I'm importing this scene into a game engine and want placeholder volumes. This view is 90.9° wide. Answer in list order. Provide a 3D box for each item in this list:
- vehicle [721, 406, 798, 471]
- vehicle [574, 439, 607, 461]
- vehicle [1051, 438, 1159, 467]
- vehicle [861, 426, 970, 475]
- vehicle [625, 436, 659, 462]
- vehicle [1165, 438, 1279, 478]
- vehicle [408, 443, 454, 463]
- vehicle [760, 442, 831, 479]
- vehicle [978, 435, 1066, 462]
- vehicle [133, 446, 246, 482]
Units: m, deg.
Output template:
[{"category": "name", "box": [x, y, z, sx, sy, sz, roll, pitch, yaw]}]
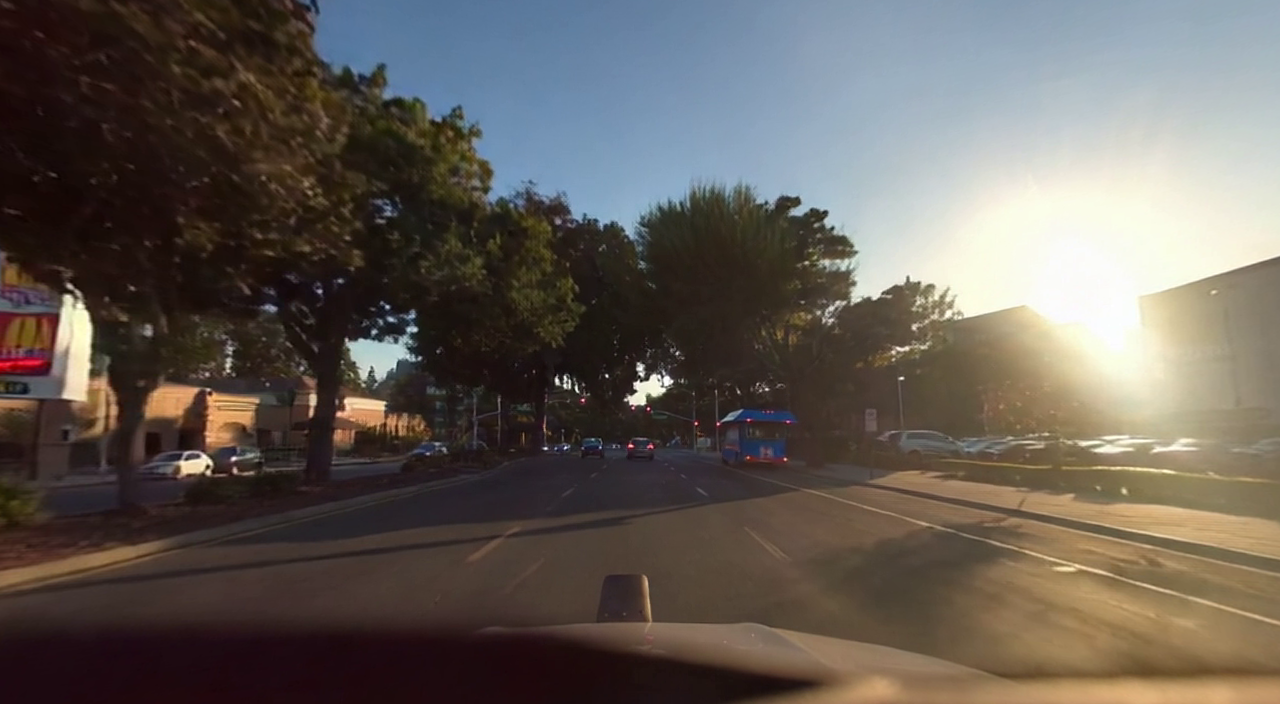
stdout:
[{"category": "vehicle", "box": [6.759, 5.123, 37.005, 2.891, 3.361, 7.843, 0, -9, 0]}, {"category": "vehicle", "box": [-3.540, 7.120, 45.941, 2.008, 1.500, 4.369, -1, -9, 1]}, {"category": "vehicle", "box": [26.026, 5.654, 35.501, 4.545, 1.571, 1.769, -5, -10, 25]}, {"category": "vehicle", "box": [13.694, 4.870, 31.222, 5.354, 2.214, 2.504, 6, -11, -37]}, {"category": "vehicle", "box": [0.165, 6.717, 43.593, 2.209, 1.718, 4.008, -1, -9, 1]}, {"category": "vehicle", "box": [23.947, 4.156, 24.832, 4.744, 1.481, 1.855, -6, -10, 34]}, {"category": "vehicle", "box": [-15.592, 7.557, 47.271, 1.836, 1.464, 4.440, -1, -9, 2]}, {"category": "vehicle", "box": [6.697, 4.724, 27.700, 1.980, 1.473, 4.537, 0, -9, 0]}, {"category": "vehicle", "box": [29.410, 7.491, 48.752, 5.568, 1.930, 2.081, -5, -10, 29]}, {"category": "vehicle", "box": [-22.796, 5.664, 32.214, 1.936, 1.654, 4.857, -1, -9, 4]}]
